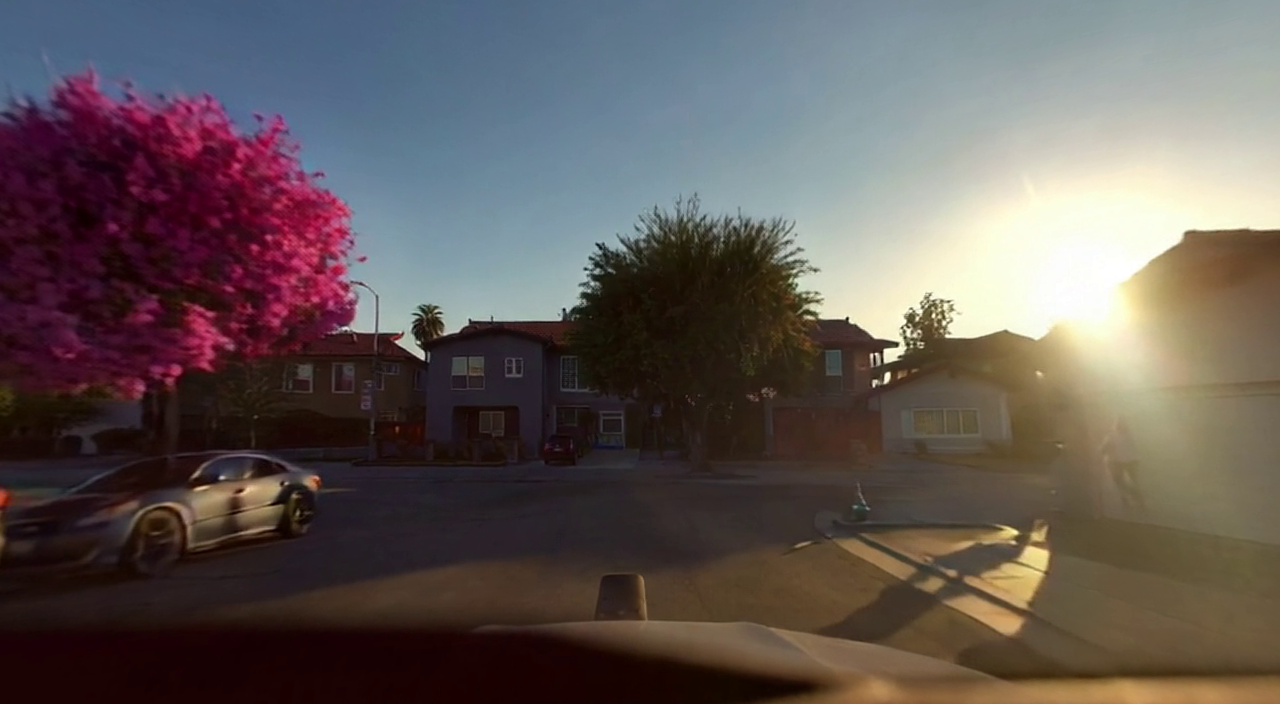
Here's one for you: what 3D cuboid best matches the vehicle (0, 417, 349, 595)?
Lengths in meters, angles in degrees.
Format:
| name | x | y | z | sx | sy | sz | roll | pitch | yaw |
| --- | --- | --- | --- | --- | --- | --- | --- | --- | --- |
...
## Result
| name | x | y | z | sx | sy | sz | roll | pitch | yaw |
| --- | --- | --- | --- | --- | --- | --- | --- | --- | --- |
| vehicle | -6.061 | 1.861 | 8.601 | 2.087 | 1.697 | 4.892 | 0 | -9 | -4 |

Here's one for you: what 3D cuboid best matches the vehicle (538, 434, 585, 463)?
| name | x | y | z | sx | sy | sz | roll | pitch | yaw |
| --- | --- | --- | --- | --- | --- | --- | --- | --- | --- |
| vehicle | -4.321 | 5.409 | 35.422 | 1.968 | 1.491 | 4.486 | 0 | -9 | 2 |

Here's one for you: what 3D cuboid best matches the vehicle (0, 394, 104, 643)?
| name | x | y | z | sx | sy | sz | roll | pitch | yaw |
| --- | --- | --- | --- | --- | --- | --- | --- | --- | --- |
| vehicle | -5.765 | 0.974 | 2.989 | 2.139 | 1.783 | 4.717 | 0 | -9 | 2 |
